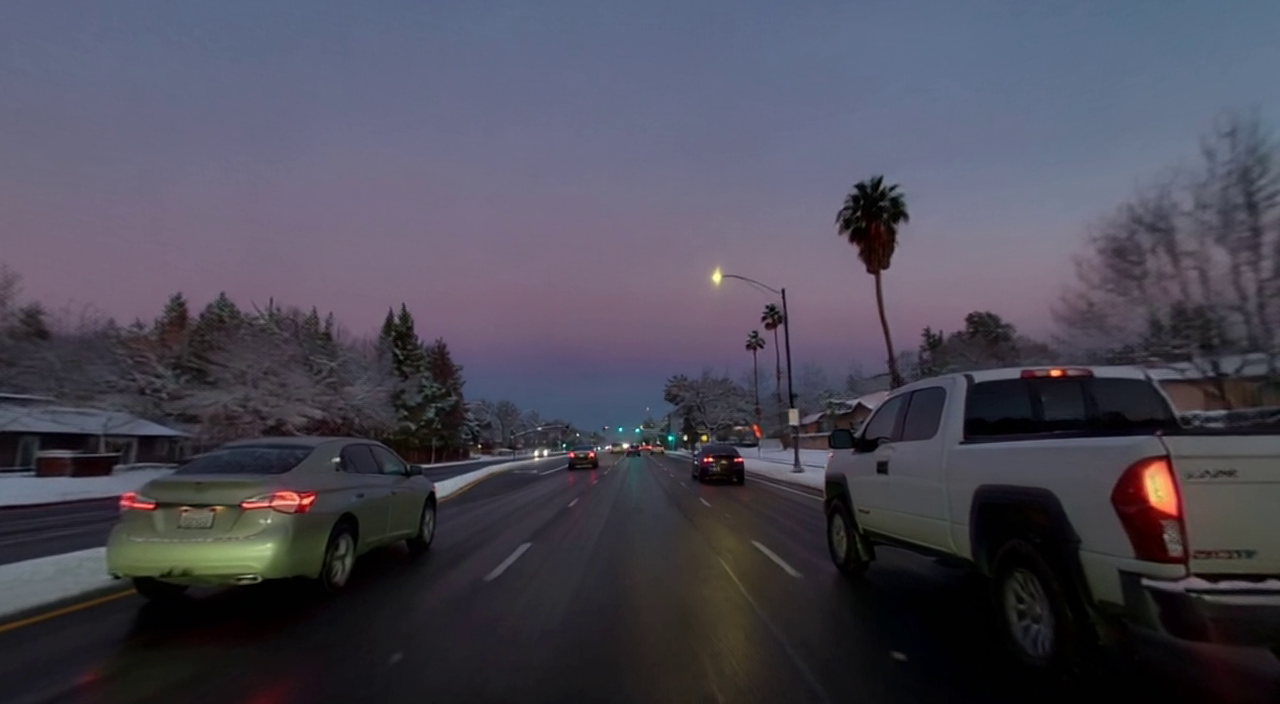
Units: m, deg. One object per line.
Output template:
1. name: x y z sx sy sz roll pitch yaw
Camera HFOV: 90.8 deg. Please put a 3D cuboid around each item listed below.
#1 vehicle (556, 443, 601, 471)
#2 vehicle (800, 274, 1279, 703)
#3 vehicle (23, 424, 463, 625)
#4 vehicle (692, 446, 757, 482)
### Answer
1. vehicle: -3.604 6.259 37.788 2.263 1.548 4.555 0 -8 0
2. vehicle: 3.337 1.103 5.277 2.478 2.030 5.723 0 -9 0
3. vehicle: -3.629 1.637 7.011 2.094 1.509 4.286 0 -8 0
4. vehicle: 3.642 4.943 28.252 2.149 1.421 4.805 0 -9 -1
